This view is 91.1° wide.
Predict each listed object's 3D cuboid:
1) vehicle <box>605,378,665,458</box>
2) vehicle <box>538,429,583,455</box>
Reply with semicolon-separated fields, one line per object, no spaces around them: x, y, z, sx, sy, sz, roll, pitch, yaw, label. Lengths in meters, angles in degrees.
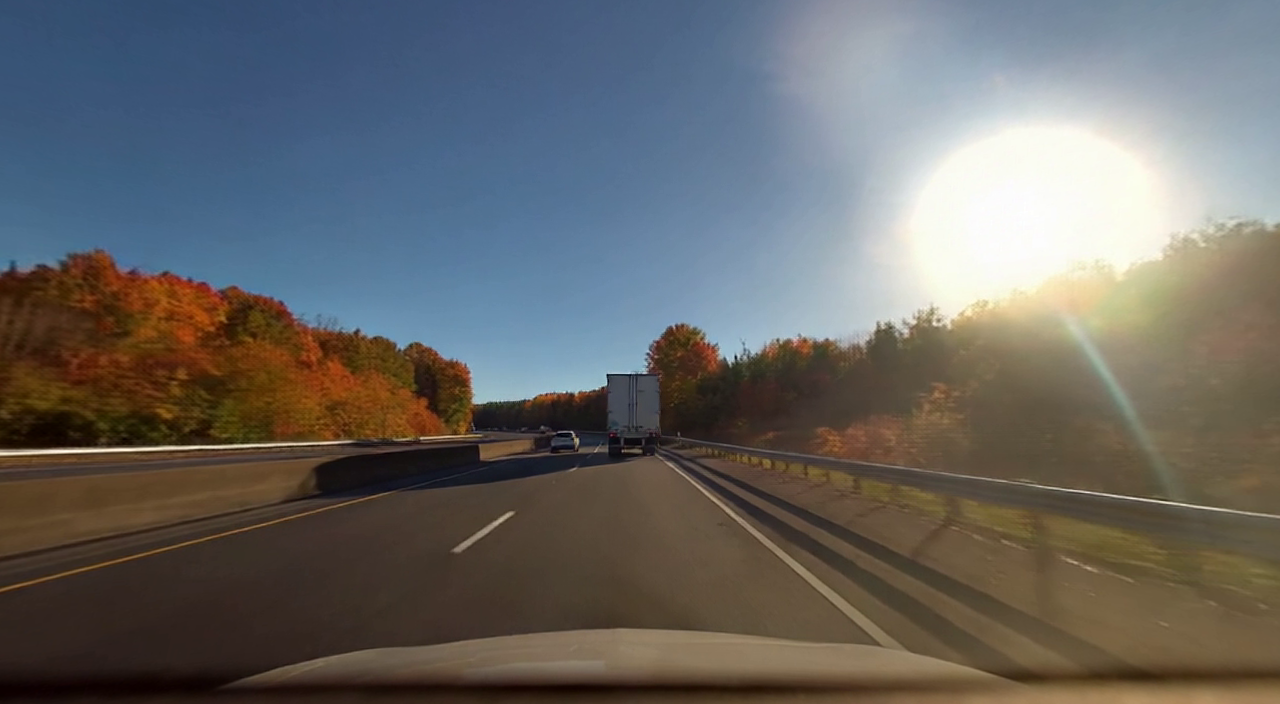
-0.431;4.092;37.546;3.013;4.016;11.496;0;-8;-2;vehicle
-4.816;5.485;38.455;2.217;1.495;4.245;0;-8;0;vehicle
